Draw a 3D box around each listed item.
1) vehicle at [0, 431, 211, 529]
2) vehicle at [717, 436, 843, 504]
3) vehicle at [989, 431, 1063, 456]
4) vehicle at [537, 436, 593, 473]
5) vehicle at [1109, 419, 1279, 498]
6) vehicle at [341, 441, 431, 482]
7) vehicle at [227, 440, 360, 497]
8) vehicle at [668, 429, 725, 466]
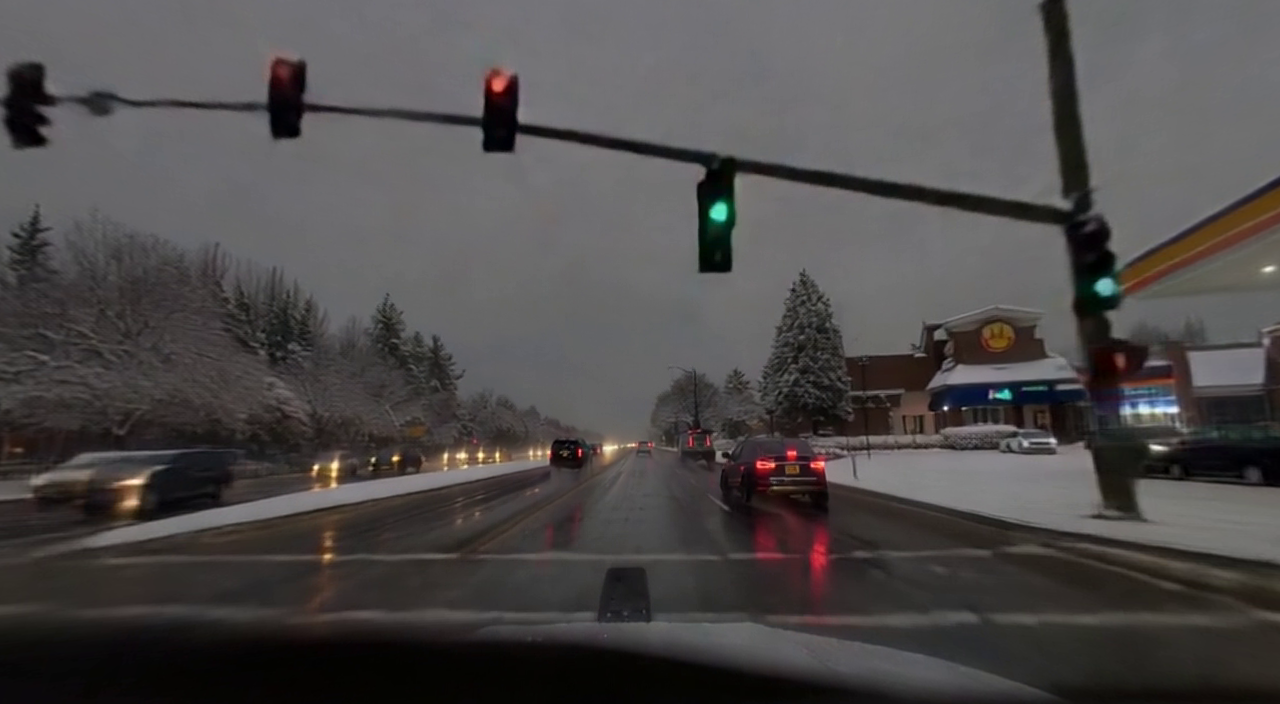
[{"bbox_3d":[-11.618,2.526,13.102,2.091,1.644,4.645,0,-8,0],"label":"vehicle"},{"bbox_3d":[3.382,2.951,16.304,2.095,1.475,4.686,0,-8,-1],"label":"vehicle"},{"bbox_3d":[24.121,5.754,39.597,1.921,1.463,4.380,0,-8,0],"label":"vehicle"},{"bbox_3d":[-3.736,5.221,32.322,2.250,1.713,4.422,0,-8,1],"label":"vehicle"},{"bbox_3d":[17.124,2.866,17.617,2.766,1.917,6.394,-1,-7,-5],"label":"vehicle"},{"bbox_3d":[-11.328,4.881,28.553,2.004,1.509,4.932,-2,-6,1],"label":"vehicle"},{"bbox_3d":[-11.383,3.802,21.140,1.909,1.467,4.522,-2,-6,0],"label":"vehicle"},{"bbox_3d":[3.558,6.190,41.165,3.245,2.199,6.295,0,-8,1],"label":"vehicle"}]
